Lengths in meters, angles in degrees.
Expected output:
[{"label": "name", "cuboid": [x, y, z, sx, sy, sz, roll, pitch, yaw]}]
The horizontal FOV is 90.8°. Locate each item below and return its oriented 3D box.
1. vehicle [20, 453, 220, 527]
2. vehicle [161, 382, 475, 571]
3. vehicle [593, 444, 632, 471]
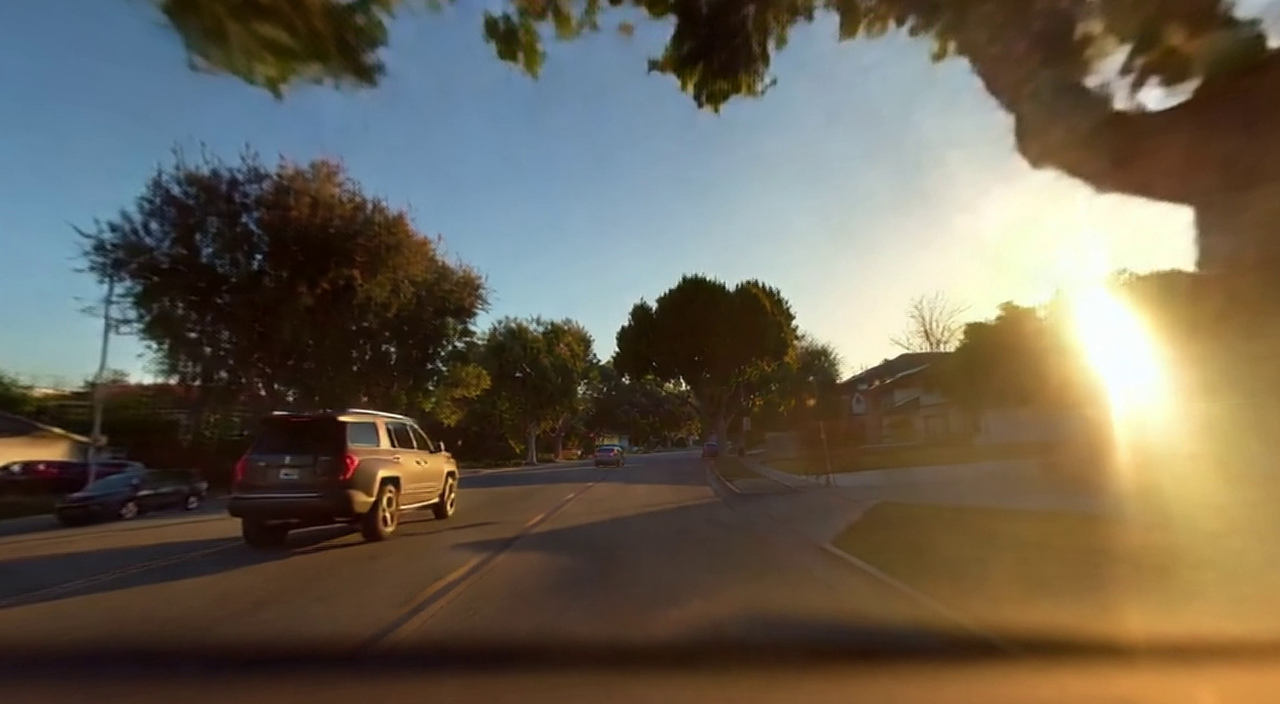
[{"label": "vehicle", "cuboid": [-15.716, 4.128, 19.543, 2.029, 1.887, 4.668, -1, -8, 3]}, {"label": "vehicle", "cuboid": [-4.260, 1.761, 9.667, 2.085, 2.084, 5.133, 0, -9, 0]}, {"label": "vehicle", "cuboid": [-1.811, 7.141, 42.922, 2.001, 1.664, 4.174, -1, -9, 7]}]
